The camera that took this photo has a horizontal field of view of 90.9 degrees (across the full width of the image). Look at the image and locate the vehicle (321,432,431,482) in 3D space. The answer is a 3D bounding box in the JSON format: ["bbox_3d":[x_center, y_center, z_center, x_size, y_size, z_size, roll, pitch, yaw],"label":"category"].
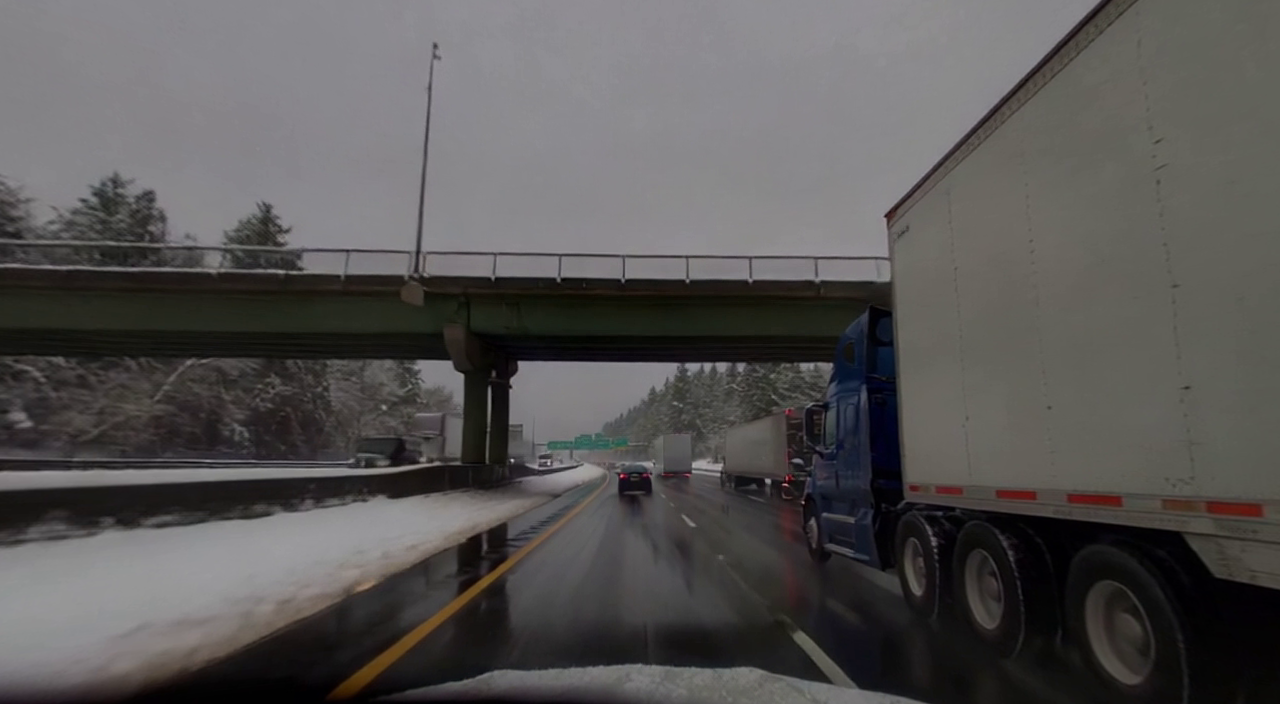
[{"bbox_3d":[-10.146,4.156,24.719,2.207,1.713,4.723,1,-11,0],"label":"vehicle"}]

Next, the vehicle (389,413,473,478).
[{"bbox_3d":[-13.825,6.414,42.439,3.010,3.930,7.428,1,-10,-1],"label":"vehicle"}]

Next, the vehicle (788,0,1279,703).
[{"bbox_3d":[3.707,-0.274,2.036,2.831,4.150,14.519,1,-11,0],"label":"vehicle"}]

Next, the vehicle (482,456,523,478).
[{"bbox_3d":[-9.804,8.283,45.328,1.911,1.455,4.516,1,-11,0],"label":"vehicle"}]

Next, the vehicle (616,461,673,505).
[{"bbox_3d":[0.163,5.069,24.597,2.067,1.552,3.601,1,-11,0],"label":"vehicle"}]
